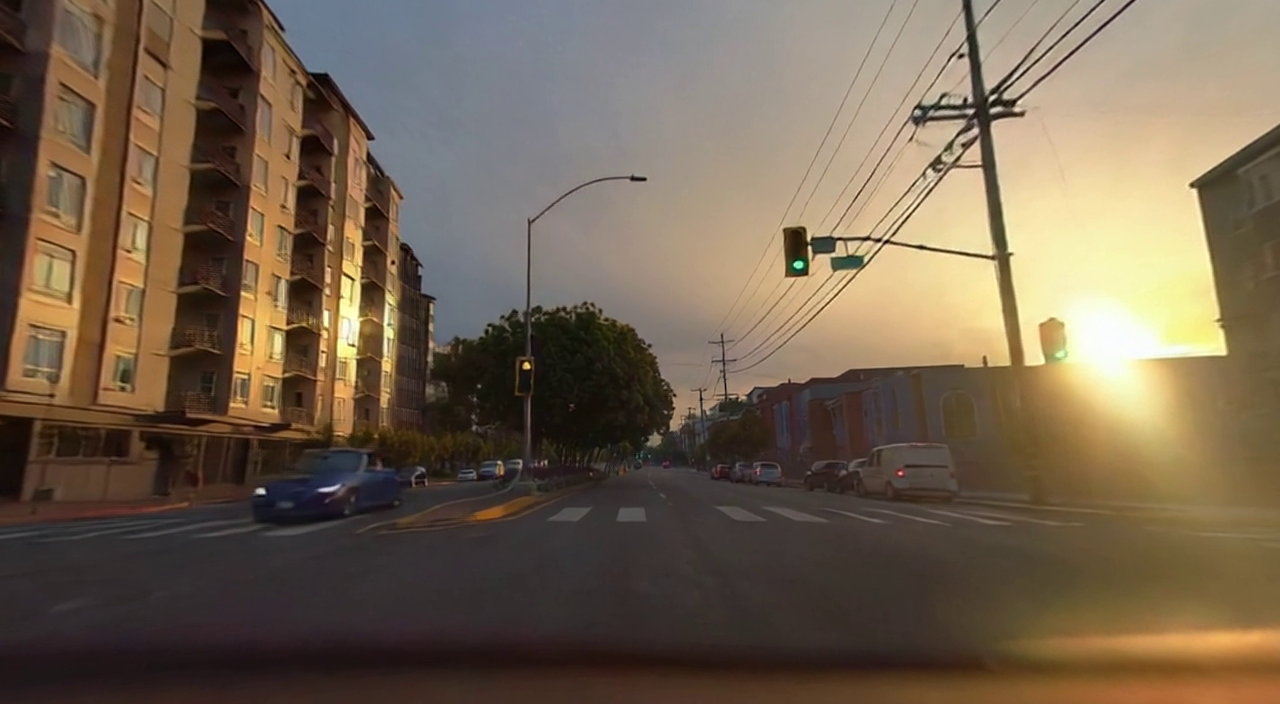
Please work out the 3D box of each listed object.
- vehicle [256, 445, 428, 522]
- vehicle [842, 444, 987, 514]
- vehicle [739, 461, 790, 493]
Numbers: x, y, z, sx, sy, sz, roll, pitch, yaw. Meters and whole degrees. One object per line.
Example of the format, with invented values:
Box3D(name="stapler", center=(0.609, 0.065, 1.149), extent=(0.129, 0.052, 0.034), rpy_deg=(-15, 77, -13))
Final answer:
Box3D(name="vehicle", center=(-7.093, 3.150, 15.683), extent=(2.180, 1.608, 4.321), rpy_deg=(0, -9, -1))
Box3D(name="vehicle", center=(7.506, 3.482, 17.881), extent=(1.996, 1.704, 4.490), rpy_deg=(0, -9, -1))
Box3D(name="vehicle", center=(7.443, 7.515, 38.281), extent=(2.143, 1.731, 4.781), rpy_deg=(0, -9, 0))
